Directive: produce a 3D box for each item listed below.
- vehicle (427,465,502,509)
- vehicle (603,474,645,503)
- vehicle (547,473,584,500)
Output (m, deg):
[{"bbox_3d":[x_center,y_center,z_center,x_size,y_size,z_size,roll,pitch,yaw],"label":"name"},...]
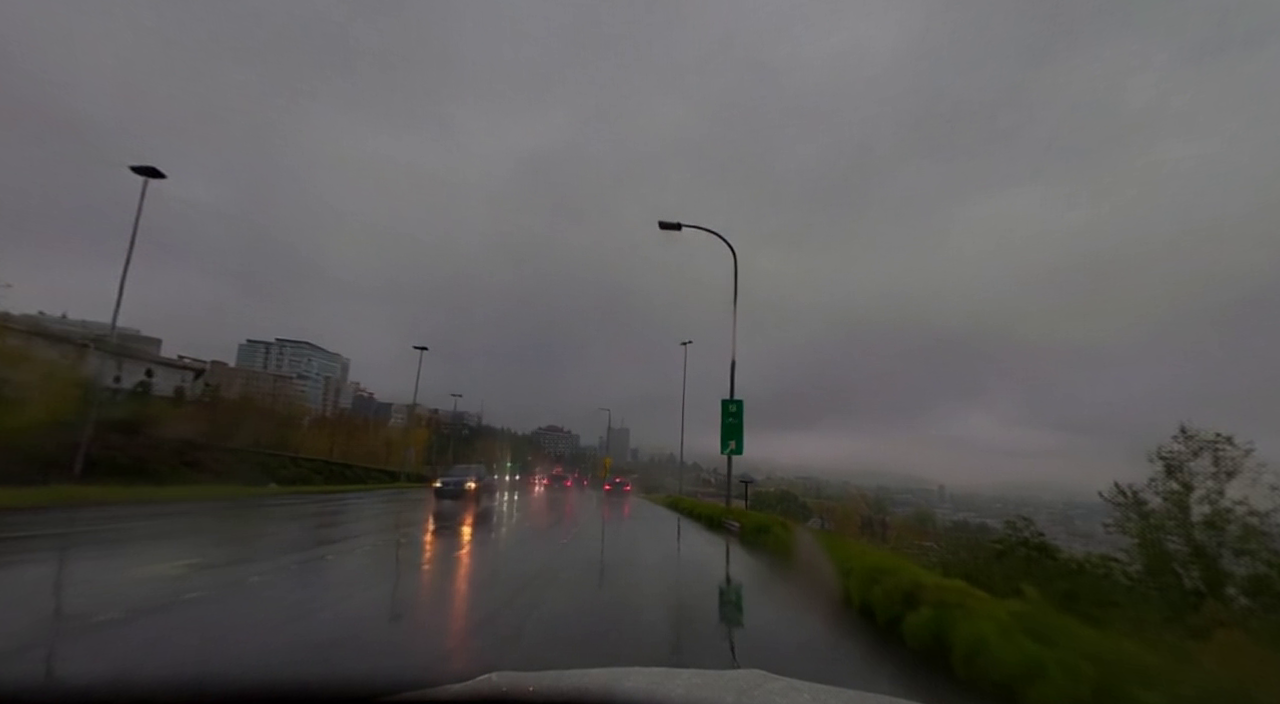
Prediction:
[{"bbox_3d":[-7.066,5.474,25.824,2.016,1.573,4.259,2,-10,-3],"label":"vehicle"},{"bbox_3d":[-0.987,7.725,35.910,2.129,1.471,4.258,2,-10,-4],"label":"vehicle"},{"bbox_3d":[-4.521,8.196,38.655,2.030,1.441,4.806,2,-10,-4],"label":"vehicle"}]
